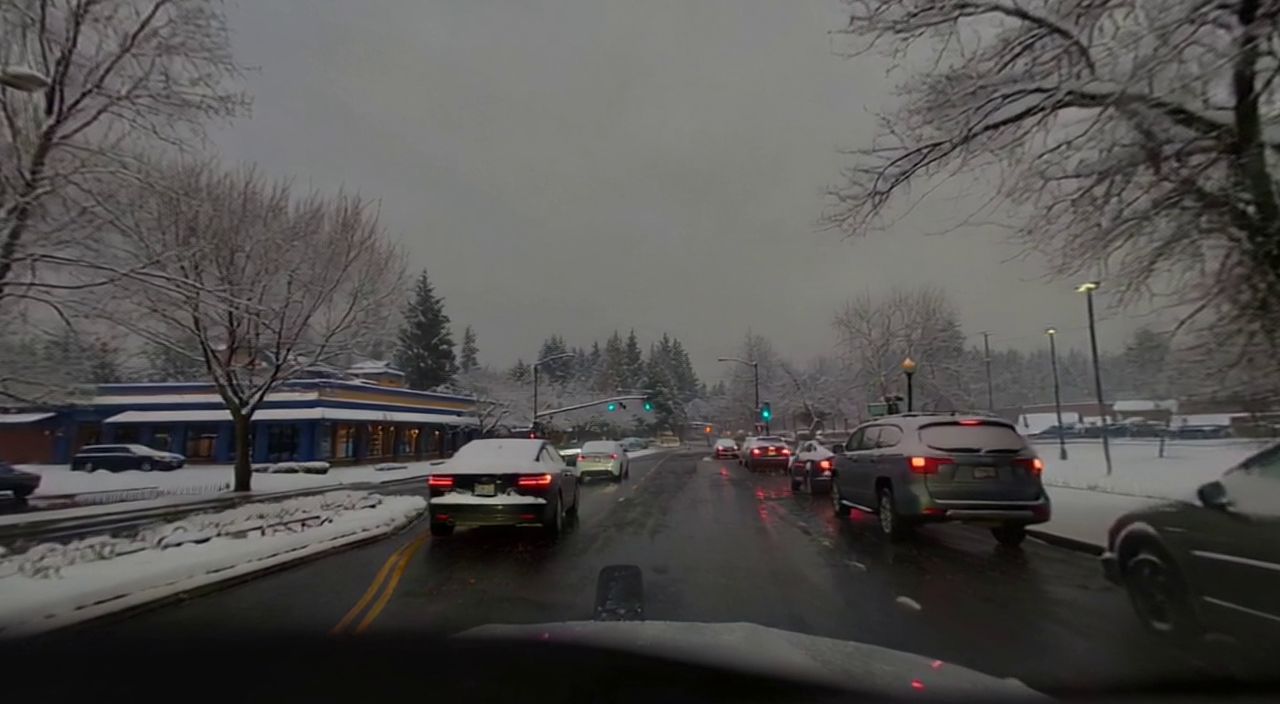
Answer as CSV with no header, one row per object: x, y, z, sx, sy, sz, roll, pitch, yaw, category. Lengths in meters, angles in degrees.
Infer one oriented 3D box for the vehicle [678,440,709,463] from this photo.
3.725,6.996,44.533,2.095,1.473,4.301,-1,-8,4,vehicle

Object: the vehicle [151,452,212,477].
-27.776,6.775,38.218,3.527,1.390,1.681,-5,-10,32,vehicle

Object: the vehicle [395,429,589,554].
-1.966,2.013,9.853,1.968,1.497,4.286,0,-8,0,vehicle

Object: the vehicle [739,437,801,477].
5.345,4.374,26.562,1.910,1.493,4.490,-1,-8,4,vehicle

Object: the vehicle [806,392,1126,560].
4.466,1.823,10.118,2.324,1.907,5.634,0,-8,3,vehicle

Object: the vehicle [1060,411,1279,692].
4.337,0.989,2.815,1.904,1.494,4.864,-1,-8,5,vehicle

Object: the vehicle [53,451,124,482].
-28.662,5.900,32.795,3.865,1.499,1.804,-6,-10,35,vehicle

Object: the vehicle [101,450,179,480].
-28.250,6.332,35.675,4.127,1.583,1.978,-5,-10,30,vehicle
